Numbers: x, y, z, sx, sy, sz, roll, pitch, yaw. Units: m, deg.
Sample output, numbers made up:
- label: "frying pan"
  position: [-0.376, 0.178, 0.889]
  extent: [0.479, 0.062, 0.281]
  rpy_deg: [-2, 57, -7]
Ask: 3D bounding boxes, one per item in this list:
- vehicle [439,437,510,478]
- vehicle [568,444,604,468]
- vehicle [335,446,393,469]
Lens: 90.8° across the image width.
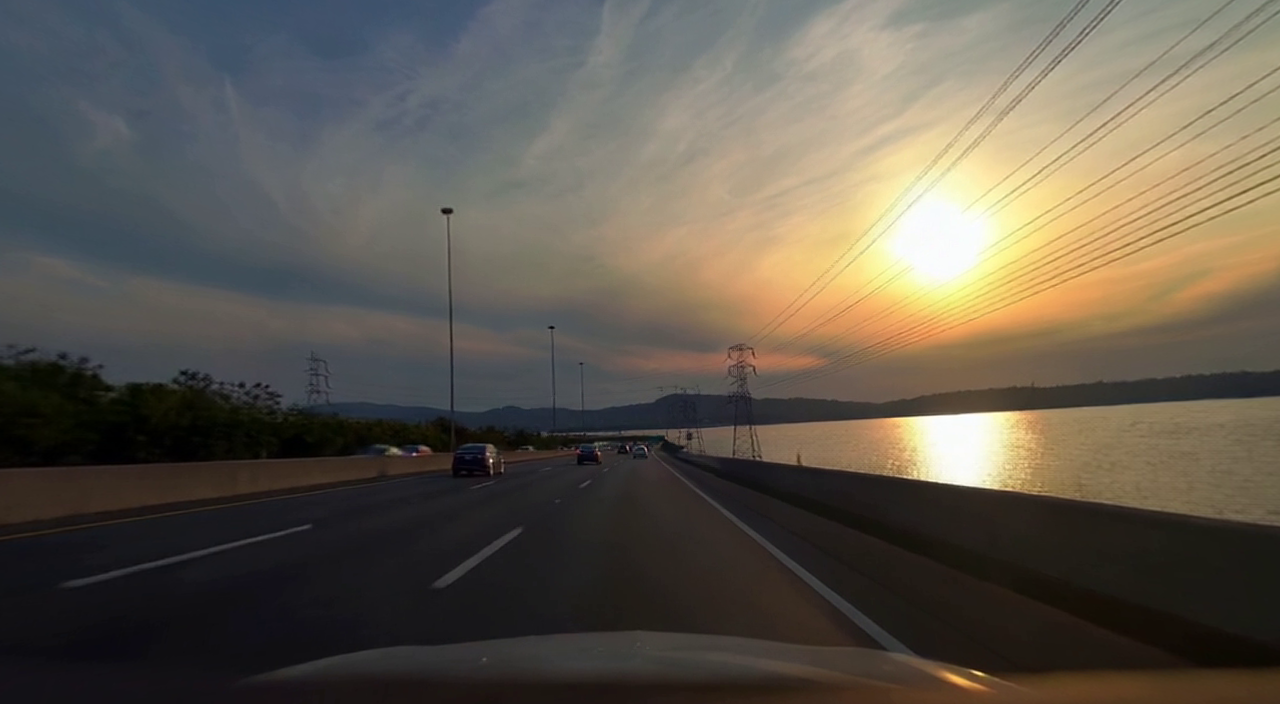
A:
- label: "vehicle"
  position: [-7.540, 4.854, 29.261]
  extent: [2.050, 1.717, 4.418]
  rpy_deg: [0, -9, 1]
- label: "vehicle"
  position: [-3.531, 6.911, 42.197]
  extent: [1.957, 1.494, 4.207]
  rpy_deg: [0, -9, 1]
- label: "vehicle"
  position: [-18.815, 7.174, 43.292]
  extent: [1.872, 1.466, 4.649]
  rpy_deg: [0, -9, 0]
